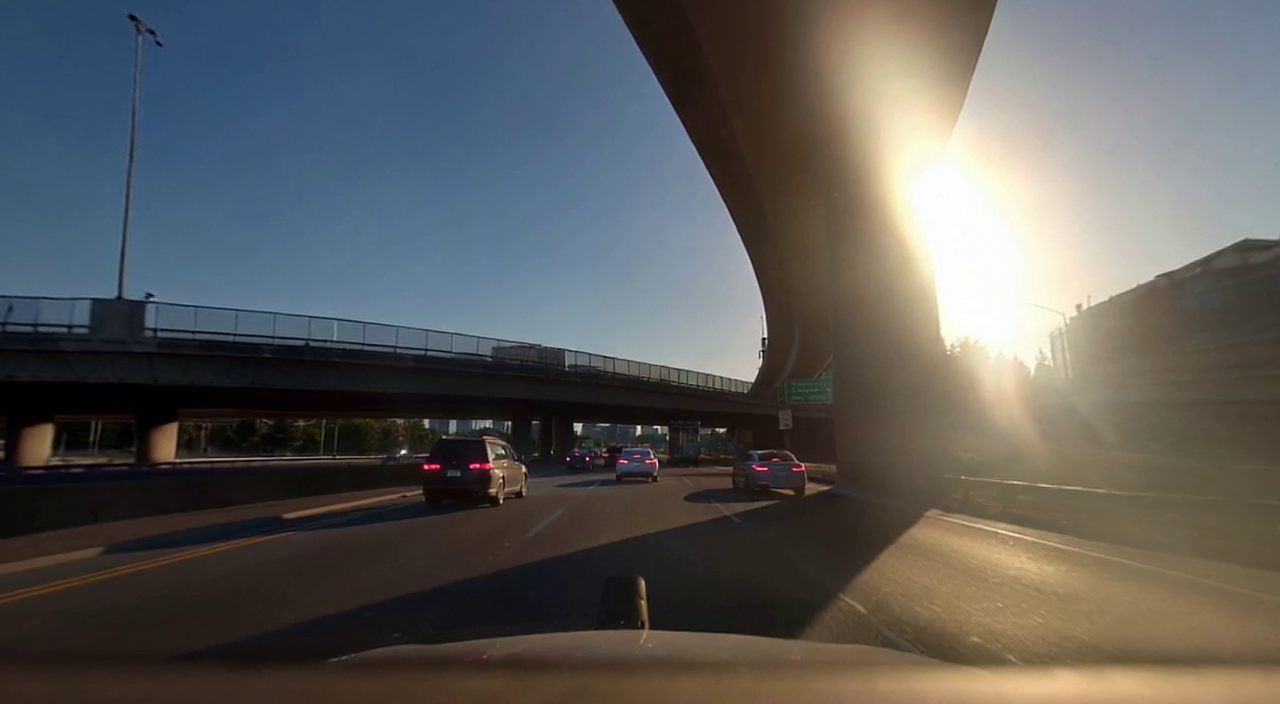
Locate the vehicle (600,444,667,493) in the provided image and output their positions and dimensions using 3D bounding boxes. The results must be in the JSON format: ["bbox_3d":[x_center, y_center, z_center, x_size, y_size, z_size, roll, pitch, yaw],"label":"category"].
[{"bbox_3d":[-0.190,3.951,21.726,2.089,1.493,3.964,0,-9,0],"label":"vehicle"}]

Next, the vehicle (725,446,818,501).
[{"bbox_3d":[3.906,3.664,19.425,1.974,1.490,3.994,0,-9,-1],"label":"vehicle"}]

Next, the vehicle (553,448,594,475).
[{"bbox_3d":[-3.758,6.294,36.288,1.868,1.431,4.055,0,-9,1],"label":"vehicle"}]

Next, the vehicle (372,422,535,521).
[{"bbox_3d":[-3.889,2.591,14.178,2.142,1.819,4.648,0,-9,1],"label":"vehicle"}]
